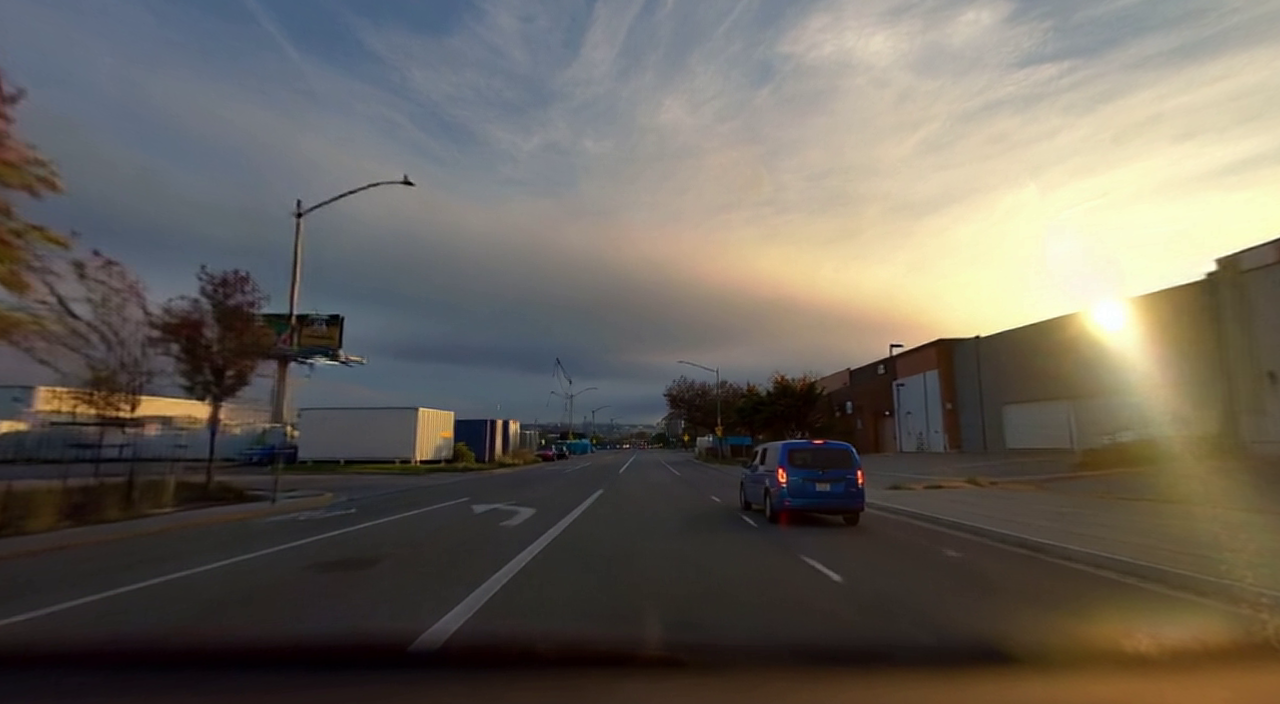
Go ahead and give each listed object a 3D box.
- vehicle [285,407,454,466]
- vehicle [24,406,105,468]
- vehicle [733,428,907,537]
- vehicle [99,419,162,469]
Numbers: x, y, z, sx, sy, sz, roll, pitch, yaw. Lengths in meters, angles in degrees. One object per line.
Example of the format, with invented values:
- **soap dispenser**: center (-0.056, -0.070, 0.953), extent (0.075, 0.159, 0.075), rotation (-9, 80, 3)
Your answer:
- **vehicle**: center (-19.535, 6.199, 46.088), extent (10.797, 4.039, 3.044), rotation (1, -9, -1)
- **vehicle**: center (-41.373, 6.261, 45.628), extent (3.059, 3.984, 10.482), rotation (7, -12, -37)
- **vehicle**: center (3.426, 2.605, 13.225), extent (2.202, 1.822, 4.826), rotation (0, -9, 0)
- **vehicle**: center (-39.823, 7.250, 49.456), extent (3.287, 3.586, 7.296), rotation (7, -12, -37)
